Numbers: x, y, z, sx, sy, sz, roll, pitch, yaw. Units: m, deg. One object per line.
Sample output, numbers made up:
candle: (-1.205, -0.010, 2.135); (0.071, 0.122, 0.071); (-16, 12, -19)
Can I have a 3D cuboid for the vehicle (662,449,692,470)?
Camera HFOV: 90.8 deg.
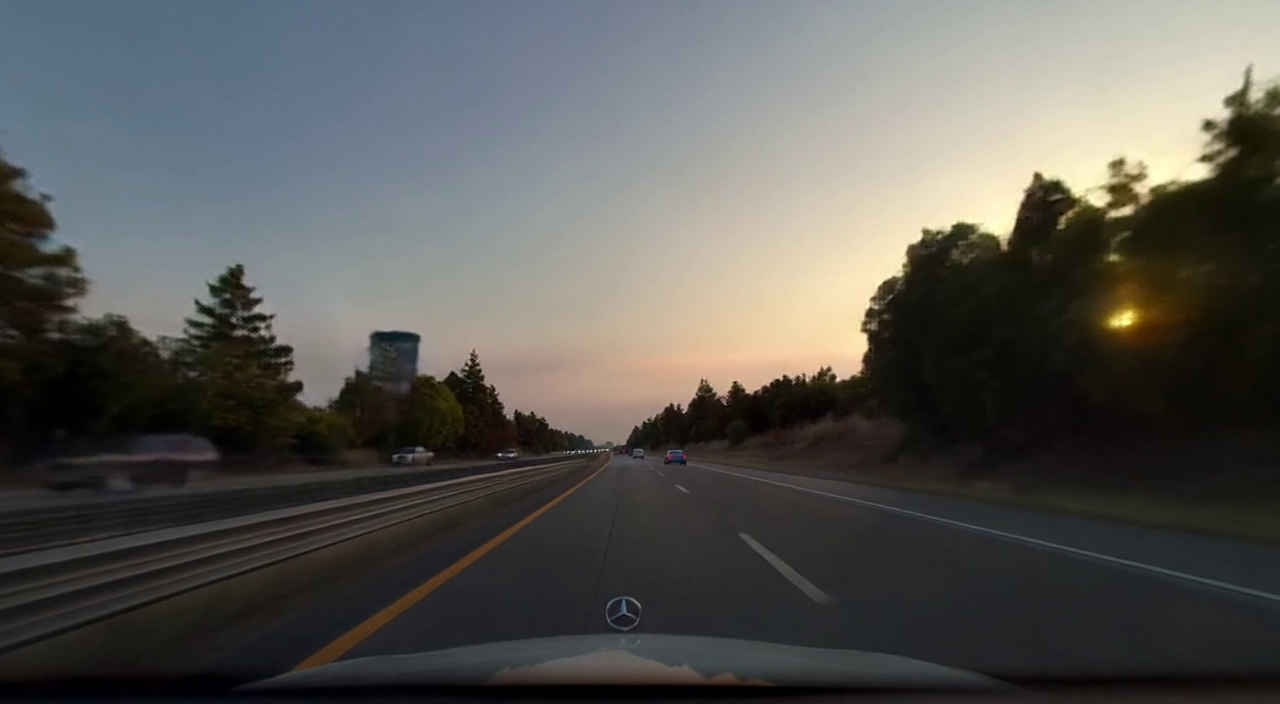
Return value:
vehicle: (2.758, 8.105, 47.658); (1.870, 1.486, 3.858); (0, -9, -2)
